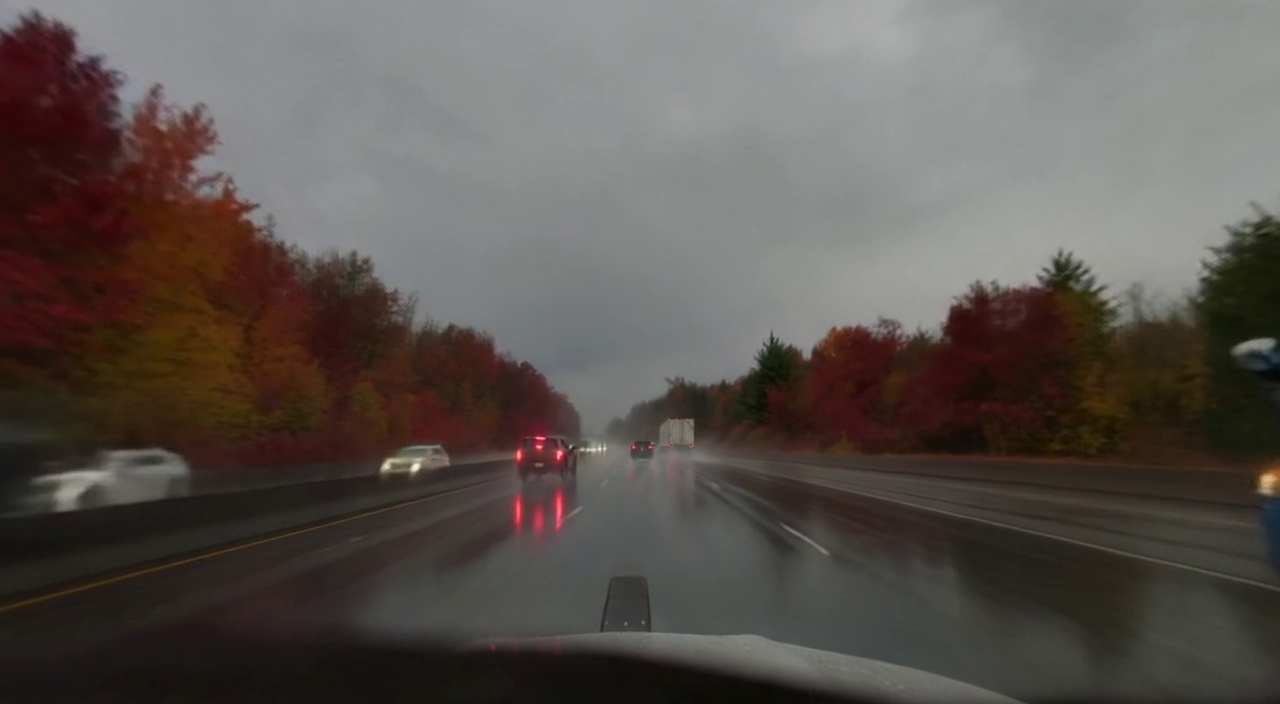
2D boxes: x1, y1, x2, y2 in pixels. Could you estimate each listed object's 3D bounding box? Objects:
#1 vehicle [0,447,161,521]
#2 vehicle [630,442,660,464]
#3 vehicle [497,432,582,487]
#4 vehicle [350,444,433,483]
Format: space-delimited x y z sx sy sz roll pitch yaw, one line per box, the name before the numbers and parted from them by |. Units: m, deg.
vehicle | -14.273 3.090 15.349 1.843 1.525 4.112 0 -8 1
vehicle | 0.372 7.399 46.256 2.152 1.484 4.211 0 -8 1
vehicle | -3.339 3.679 21.870 2.077 1.669 4.739 0 -8 1
vehicle | -10.279 4.608 26.316 1.854 1.476 3.864 0 -8 1
